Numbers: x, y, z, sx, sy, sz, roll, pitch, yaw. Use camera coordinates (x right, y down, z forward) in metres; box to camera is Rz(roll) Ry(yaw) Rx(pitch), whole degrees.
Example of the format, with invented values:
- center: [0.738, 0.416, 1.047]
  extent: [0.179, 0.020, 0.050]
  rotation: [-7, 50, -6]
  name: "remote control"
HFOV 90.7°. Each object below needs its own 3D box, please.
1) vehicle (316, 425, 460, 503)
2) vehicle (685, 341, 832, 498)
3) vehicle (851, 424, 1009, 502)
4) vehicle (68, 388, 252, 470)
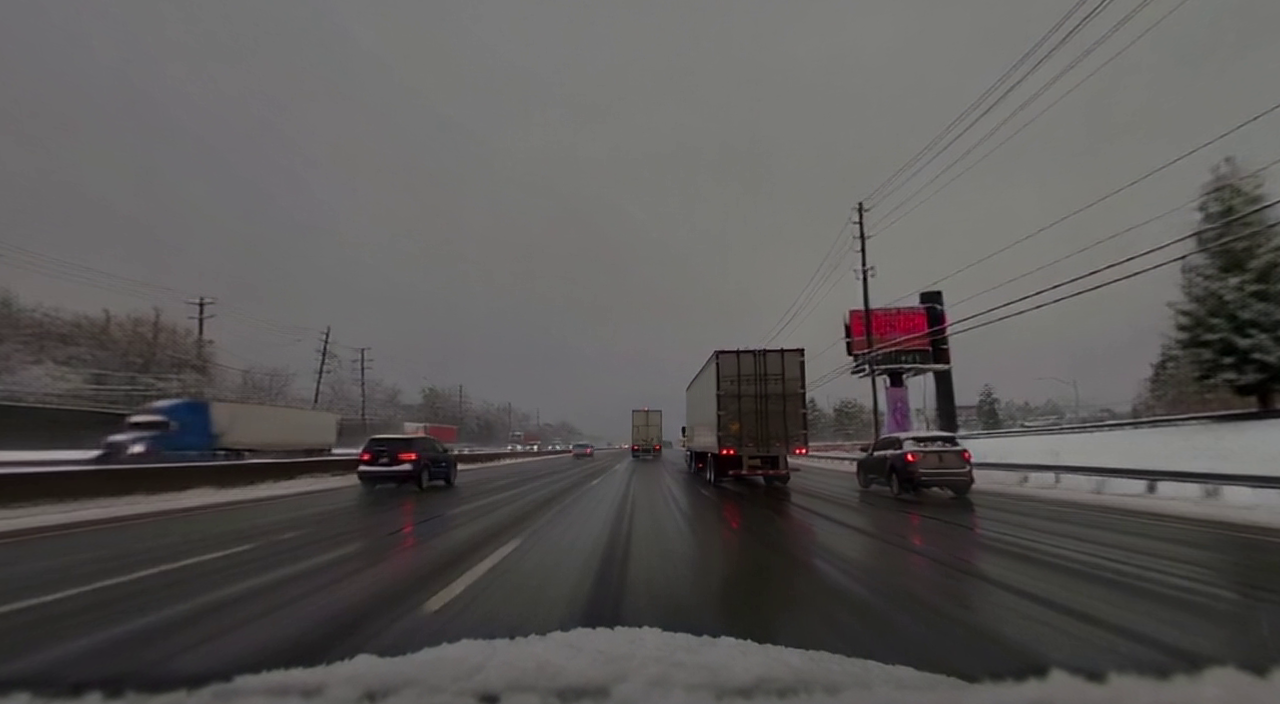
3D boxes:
- center: [-6.696, 3.030, 17.487]
  extent: [2.004, 1.846, 4.739]
  rotation: [0, -9, 0]
  name: "vehicle"
- center: [3.726, 3.009, 25.136]
  extent: [2.892, 4.152, 16.575]
  rotation: [0, -9, 1]
  name: "vehicle"
- center: [7.696, 3.001, 17.439]
  extent: [2.115, 1.844, 4.522]
  rotation: [0, -9, -1]
  name: "vehicle"
- center: [-28.162, 4.780, 38.121]
  extent: [3.005, 4.241, 9.960]
  rotation: [0, -9, 1]
  name: "vehicle"
